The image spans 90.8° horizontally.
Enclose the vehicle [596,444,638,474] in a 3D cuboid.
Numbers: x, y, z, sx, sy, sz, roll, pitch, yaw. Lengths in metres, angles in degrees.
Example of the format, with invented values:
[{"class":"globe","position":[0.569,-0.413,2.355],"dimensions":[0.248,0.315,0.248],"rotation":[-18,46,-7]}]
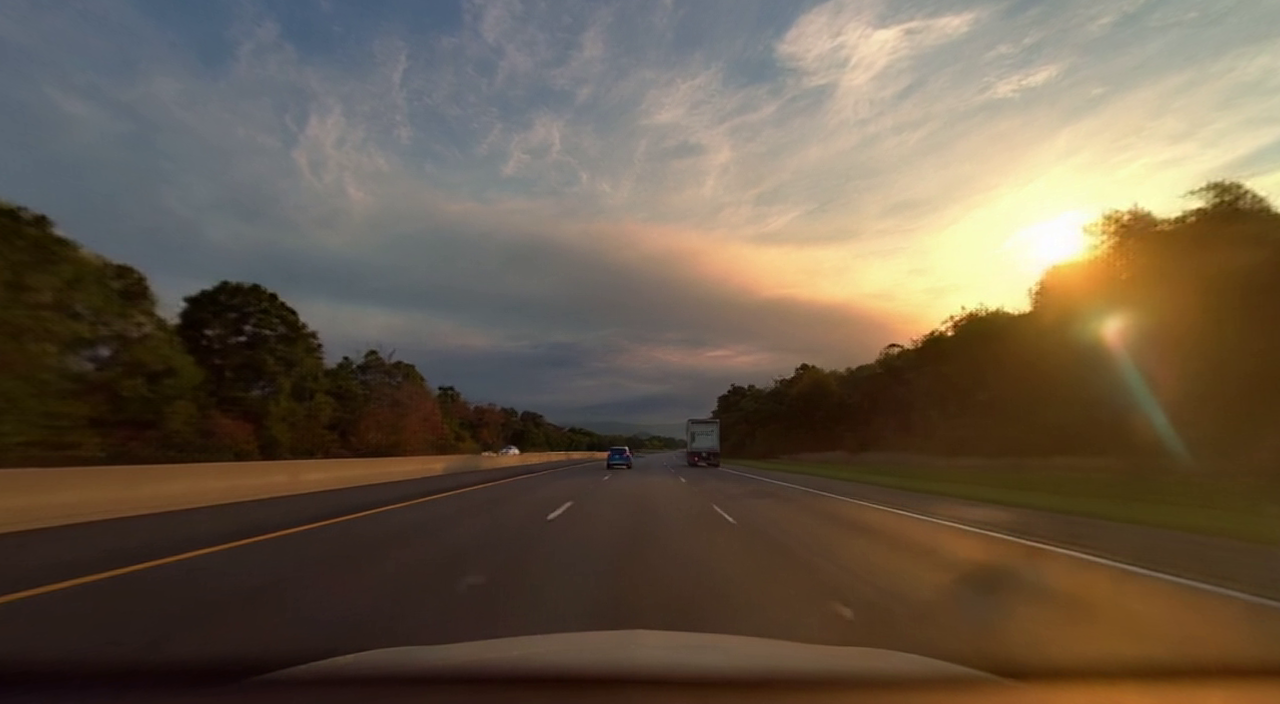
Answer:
[{"class":"vehicle","position":[-1.317,6.472,38.166],"dimensions":[2.297,1.683,4.385],"rotation":[0,-9,2]}]

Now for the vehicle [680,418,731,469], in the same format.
[{"class":"vehicle","position":[4.796,7.001,48.016],"dimensions":[2.960,3.547,8.560],"rotation":[0,-9,0]}]
